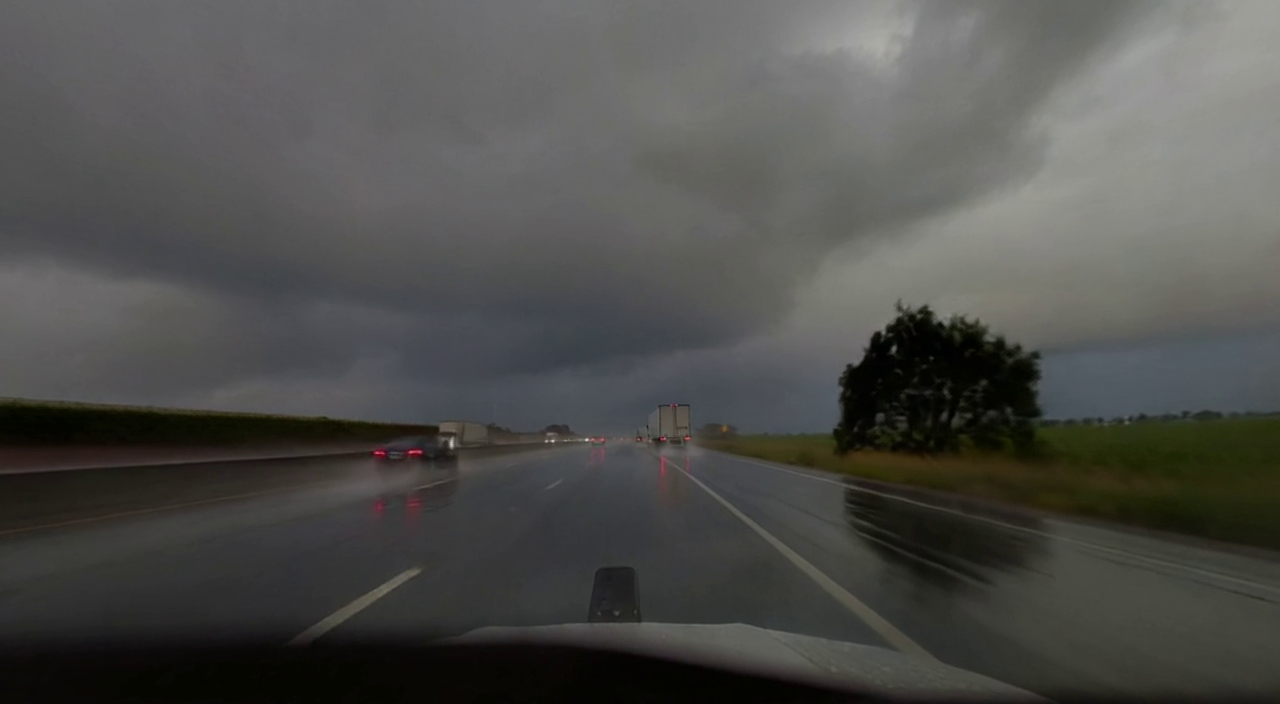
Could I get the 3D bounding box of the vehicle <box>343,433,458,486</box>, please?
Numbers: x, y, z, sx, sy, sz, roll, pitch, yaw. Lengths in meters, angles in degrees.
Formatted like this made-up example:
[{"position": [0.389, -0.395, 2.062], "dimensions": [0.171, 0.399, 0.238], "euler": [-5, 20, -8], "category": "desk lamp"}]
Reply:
[{"position": [-7.353, 3.307, 19.877], "dimensions": [2.018, 1.454, 4.290], "euler": [0, -8, -1], "category": "vehicle"}]
